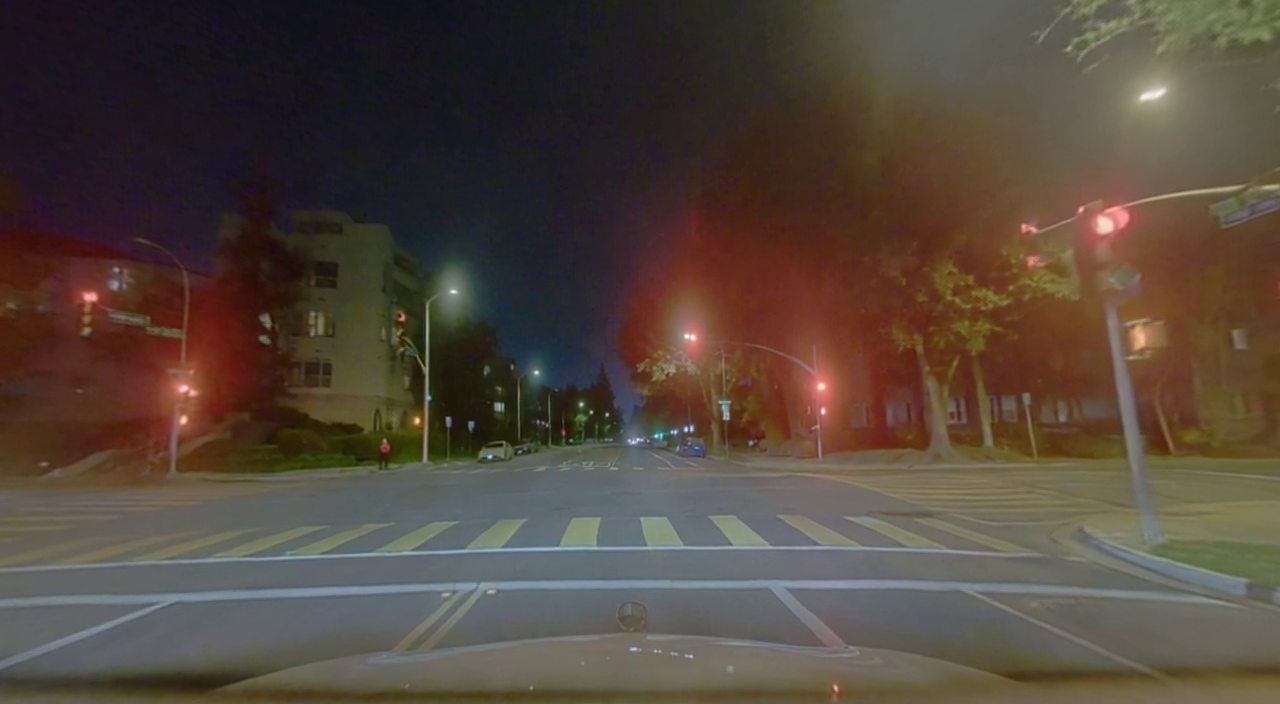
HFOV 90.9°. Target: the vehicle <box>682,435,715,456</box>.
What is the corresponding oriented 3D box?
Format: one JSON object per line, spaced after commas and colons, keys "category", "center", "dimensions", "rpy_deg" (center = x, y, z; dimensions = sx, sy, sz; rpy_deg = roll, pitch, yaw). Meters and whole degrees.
{"category": "vehicle", "center": [4.146, 6.731, 45.472], "dimensions": [1.987, 1.466, 4.389], "rpy_deg": [0, -8, 1]}
